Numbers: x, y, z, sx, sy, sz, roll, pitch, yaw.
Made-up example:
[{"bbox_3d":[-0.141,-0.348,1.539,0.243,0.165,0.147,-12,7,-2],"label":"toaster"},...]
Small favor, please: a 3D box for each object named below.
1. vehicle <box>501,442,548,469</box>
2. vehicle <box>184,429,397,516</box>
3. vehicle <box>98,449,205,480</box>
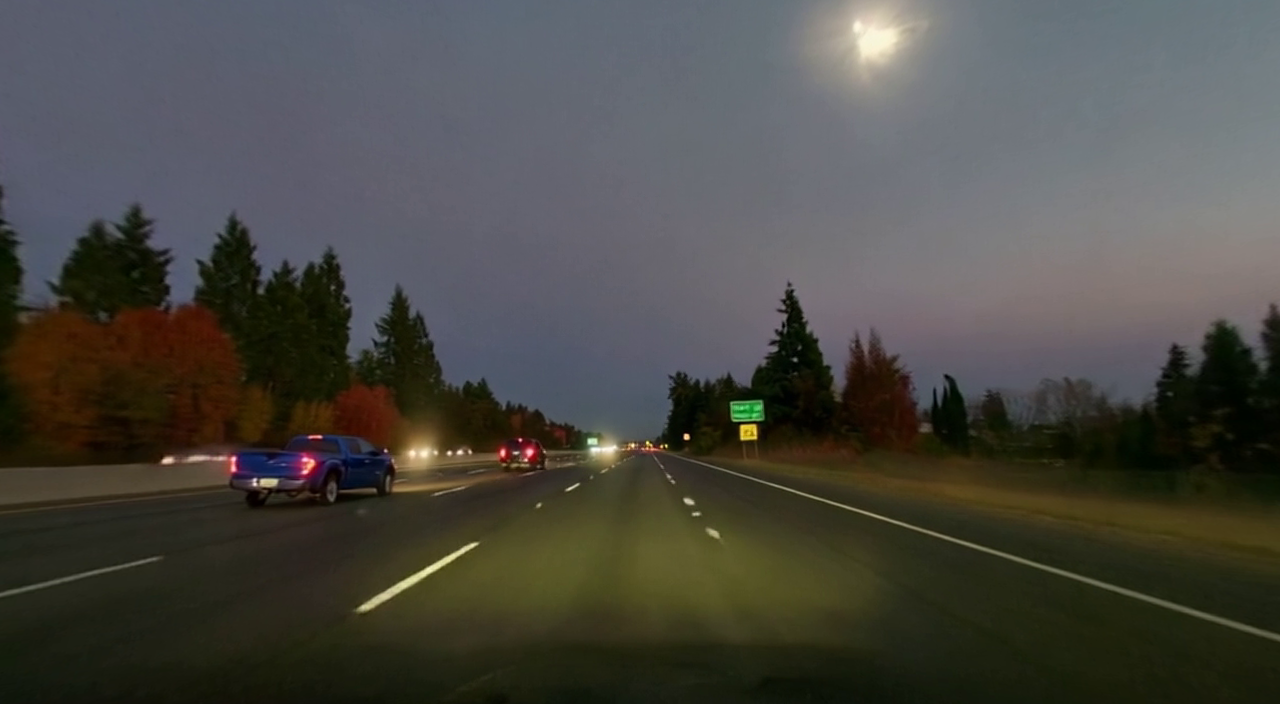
[{"bbox_3d":[-6.841,6.150,37.785,1.919,1.499,4.234,0,-8,1],"label":"vehicle"},{"bbox_3d":[-7.329,2.559,13.956,1.965,1.567,4.686,0,-8,1],"label":"vehicle"},{"bbox_3d":[-25.695,5.920,33.398,1.860,1.475,4.609,0,-8,1],"label":"vehicle"}]
